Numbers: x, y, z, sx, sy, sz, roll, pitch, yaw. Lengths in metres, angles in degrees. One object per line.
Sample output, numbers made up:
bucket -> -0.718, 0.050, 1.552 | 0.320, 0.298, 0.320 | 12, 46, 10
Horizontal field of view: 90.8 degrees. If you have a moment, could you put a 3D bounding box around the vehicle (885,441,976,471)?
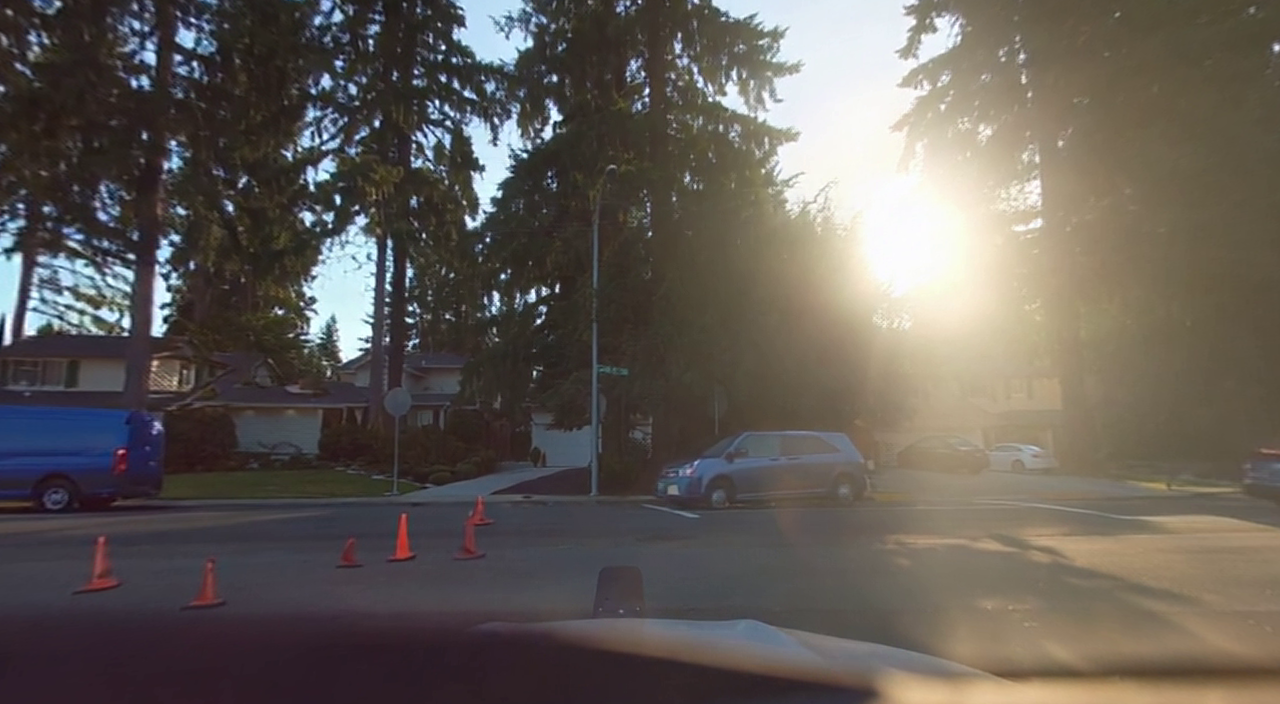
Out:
vehicle -> 19.163, 6.863, 41.776 | 4.984, 1.912, 2.132 | 1, -9, -9

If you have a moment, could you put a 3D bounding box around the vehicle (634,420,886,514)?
vehicle -> 2.559, 2.512, 14.109 | 5.047, 1.851, 2.103 | 2, -9, -12

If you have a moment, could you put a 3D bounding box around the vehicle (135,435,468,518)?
vehicle -> -7.916, 3.014, 15.780 | 6.643, 1.777, 2.925 | 1, -9, -9

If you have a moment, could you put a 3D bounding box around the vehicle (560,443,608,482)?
vehicle -> -2.405, 4.551, 26.332 | 1.648, 1.430, 3.654 | 4, -9, -9

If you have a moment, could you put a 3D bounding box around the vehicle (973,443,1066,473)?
vehicle -> 20.107, 5.602, 33.519 | 3.863, 1.453, 1.826 | 1, -7, -8

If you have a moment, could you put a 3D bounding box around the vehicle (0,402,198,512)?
vehicle -> -15.494, 2.502, 14.793 | 7.824, 2.323, 2.863 | 0, -10, -7
